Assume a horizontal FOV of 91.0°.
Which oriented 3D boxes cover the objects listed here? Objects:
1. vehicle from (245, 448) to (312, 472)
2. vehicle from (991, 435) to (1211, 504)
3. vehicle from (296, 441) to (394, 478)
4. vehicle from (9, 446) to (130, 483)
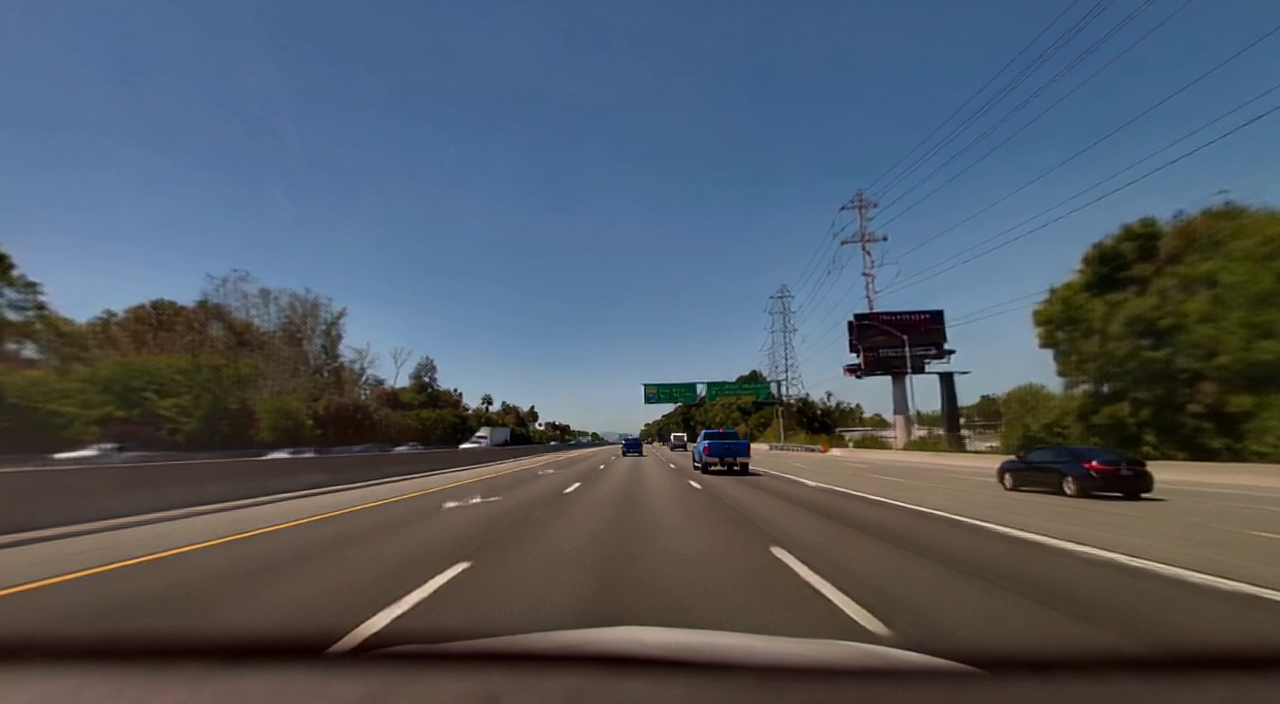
[{"bbox_3d":[-24.327,7.235,42.541,1.898,1.475,4.426,0,-8,0],"label":"vehicle"},{"bbox_3d":[11.323,2.898,16.034,2.076,1.470,4.644,0,-8,0],"label":"vehicle"},{"bbox_3d":[-13.195,4.832,28.561,2.101,1.515,4.762,0,-8,0],"label":"vehicle"},{"bbox_3d":[-30.153,5.930,33.518,2.005,1.758,4.615,0,-8,1],"label":"vehicle"}]
